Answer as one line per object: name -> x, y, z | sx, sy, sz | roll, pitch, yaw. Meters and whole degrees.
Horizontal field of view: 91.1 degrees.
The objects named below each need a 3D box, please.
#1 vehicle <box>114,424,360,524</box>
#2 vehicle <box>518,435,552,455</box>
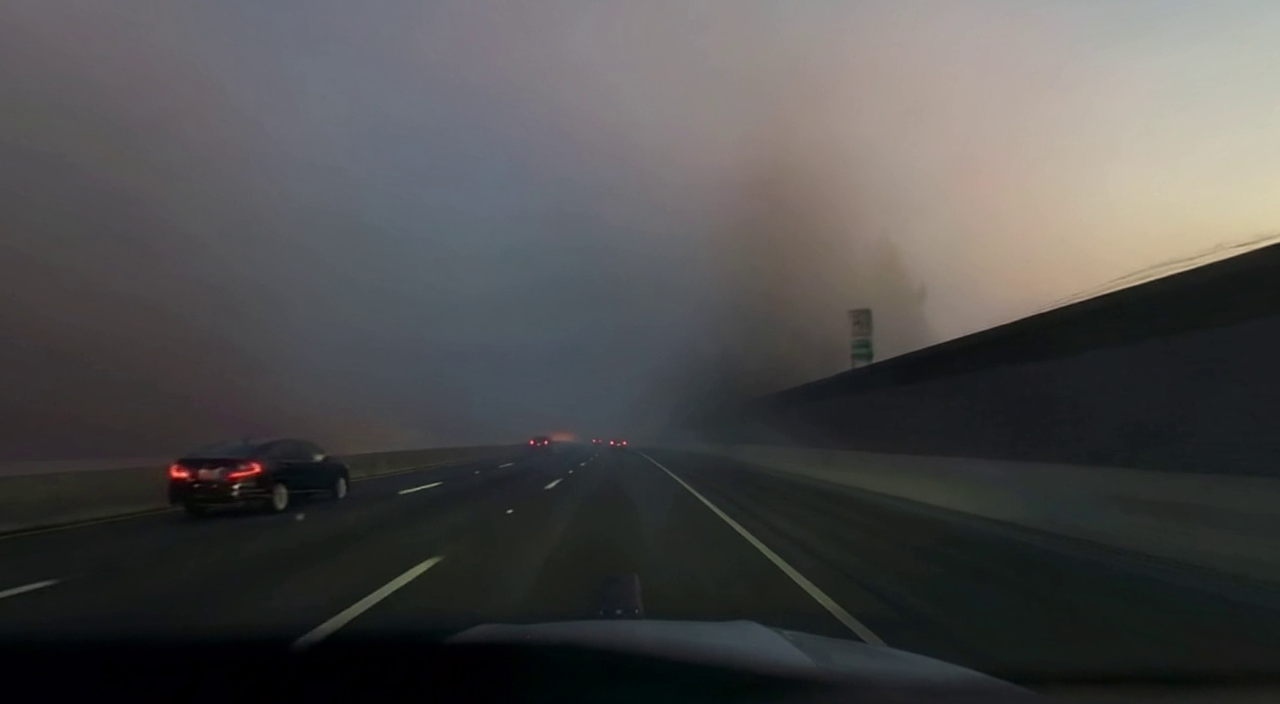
vehicle -> -7.254, 2.198, 11.993 | 1.972, 1.532, 4.222 | 0, -8, -1
vehicle -> -8.089, 7.192, 48.765 | 1.988, 1.505, 4.044 | 0, -8, -2
